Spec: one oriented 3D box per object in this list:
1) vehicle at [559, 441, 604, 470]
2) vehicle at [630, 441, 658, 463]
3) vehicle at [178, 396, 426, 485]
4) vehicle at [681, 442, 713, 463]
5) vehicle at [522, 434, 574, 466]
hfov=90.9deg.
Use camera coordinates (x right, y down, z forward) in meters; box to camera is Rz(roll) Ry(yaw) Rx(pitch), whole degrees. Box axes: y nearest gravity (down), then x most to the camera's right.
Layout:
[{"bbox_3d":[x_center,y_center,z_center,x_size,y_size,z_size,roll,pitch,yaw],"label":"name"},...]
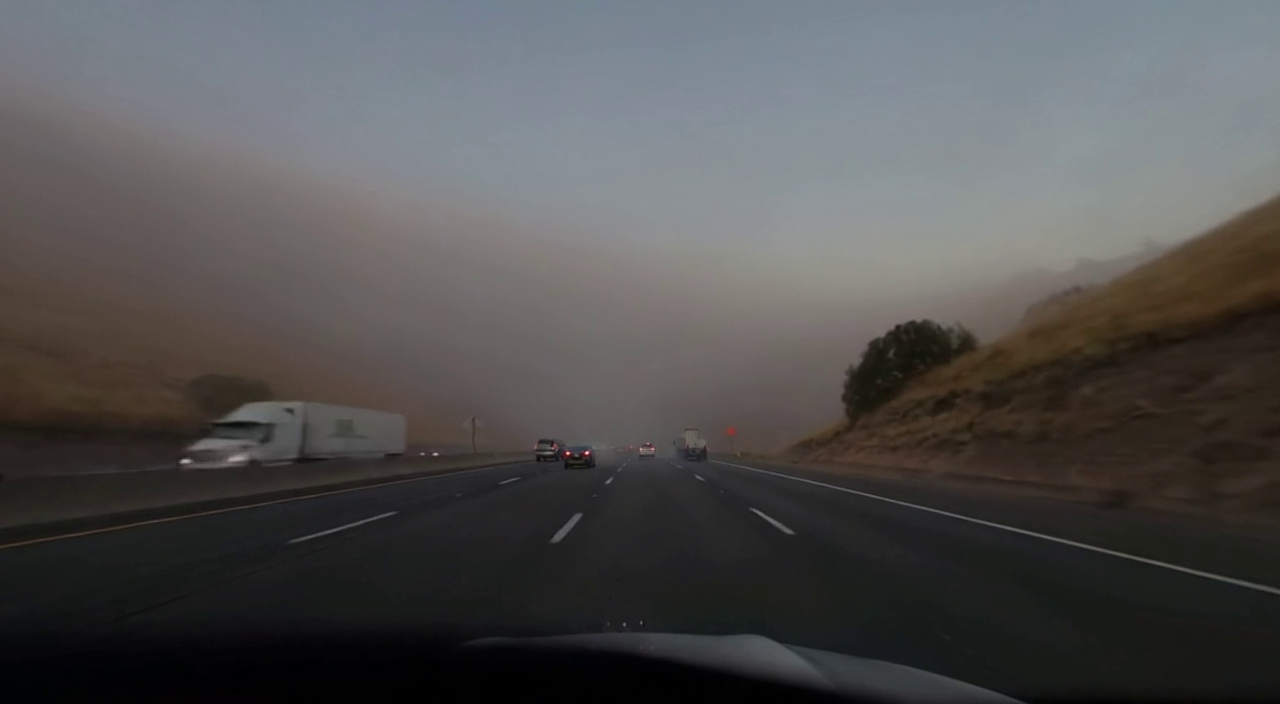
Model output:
[{"bbox_3d":[-3.279,5.913,36.377,2.091,1.552,4.516,0,-8,1],"label":"vehicle"},{"bbox_3d":[0.305,7.558,47.756,2.031,1.566,3.904,0,-8,0],"label":"vehicle"},{"bbox_3d":[-13.252,3.845,27.141,3.356,2.882,13.070,0,-8,1],"label":"vehicle"},{"bbox_3d":[4.378,7.722,48.650,2.027,1.525,4.348,0,-8,0],"label":"vehicle"},{"bbox_3d":[-6.269,6.792,43.998,2.589,2.063,6.206,0,-8,1],"label":"vehicle"}]
